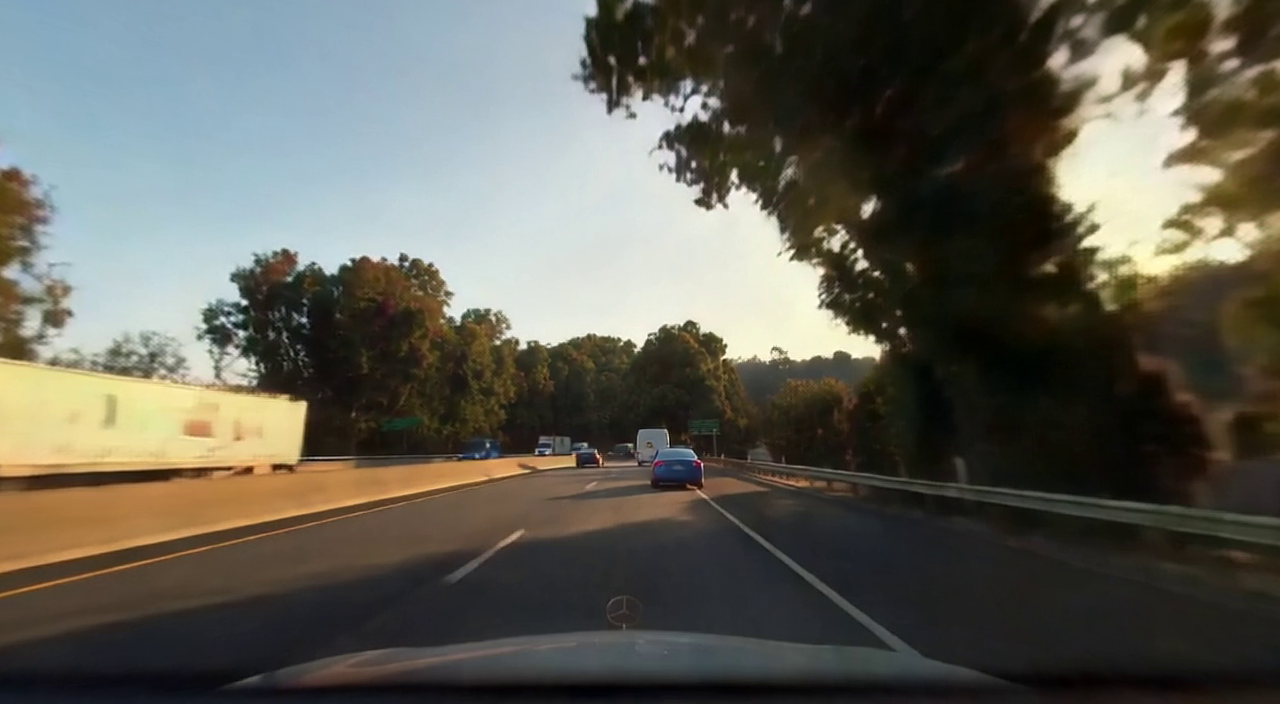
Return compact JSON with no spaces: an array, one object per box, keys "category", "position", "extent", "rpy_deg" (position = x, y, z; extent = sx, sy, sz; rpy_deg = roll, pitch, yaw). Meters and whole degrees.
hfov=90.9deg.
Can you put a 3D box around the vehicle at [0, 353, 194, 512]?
[{"category":"vehicle","position":[-17.628,2.190,16.957],"extent":[3.035,3.965,10.967],"rpy_deg":[0,-9,1]}]

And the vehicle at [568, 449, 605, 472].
[{"category":"vehicle","position":[-3.701,7.646,44.737],"extent":[2.100,1.514,4.794],"rpy_deg":[0,-9,1]}]

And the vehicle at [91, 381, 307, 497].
[{"category":"vehicle","position":[-17.568,3.646,26.138],"extent":[2.860,4.038,8.120],"rpy_deg":[0,-9,0]}]

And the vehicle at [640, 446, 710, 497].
[{"category":"vehicle","position":[1.034,3.792,20.325],"extent":[2.012,1.485,3.649],"rpy_deg":[0,-9,0]}]
